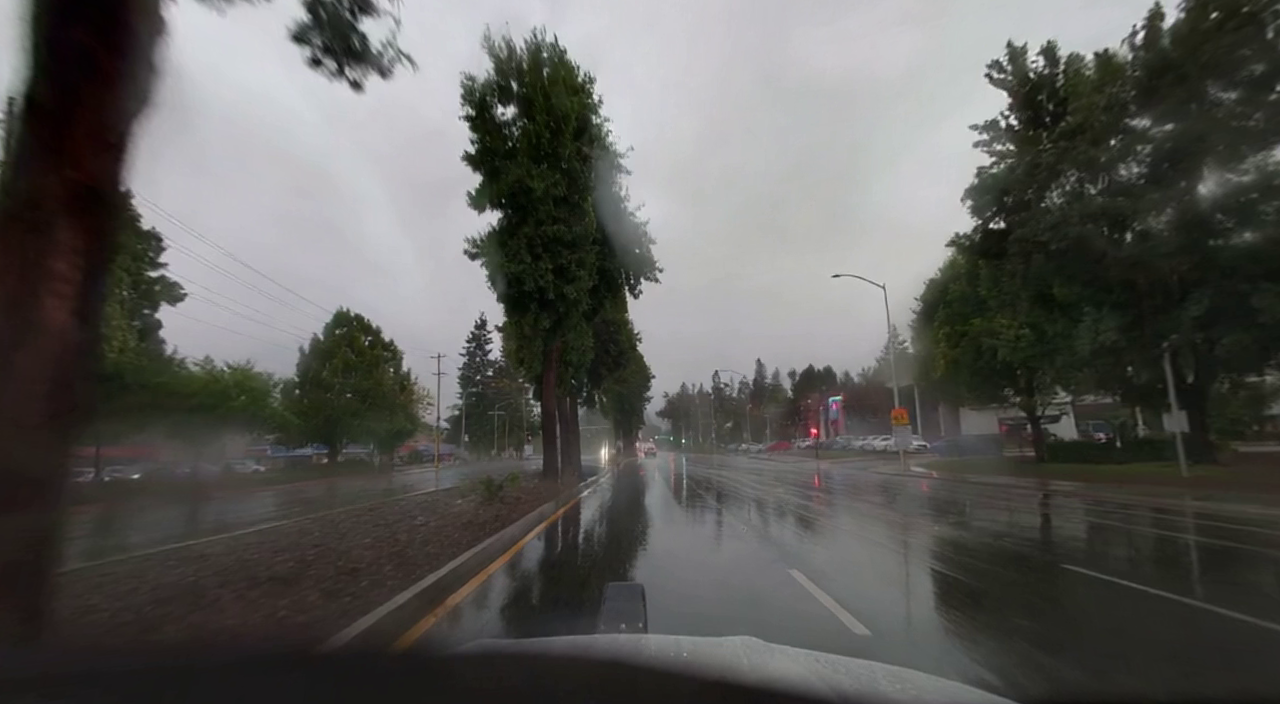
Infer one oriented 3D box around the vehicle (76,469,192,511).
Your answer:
[{"bbox_3d":[-23.253,6.329,29.223,1.847,1.593,4.127,0,-8,1],"label":"vehicle"}]
